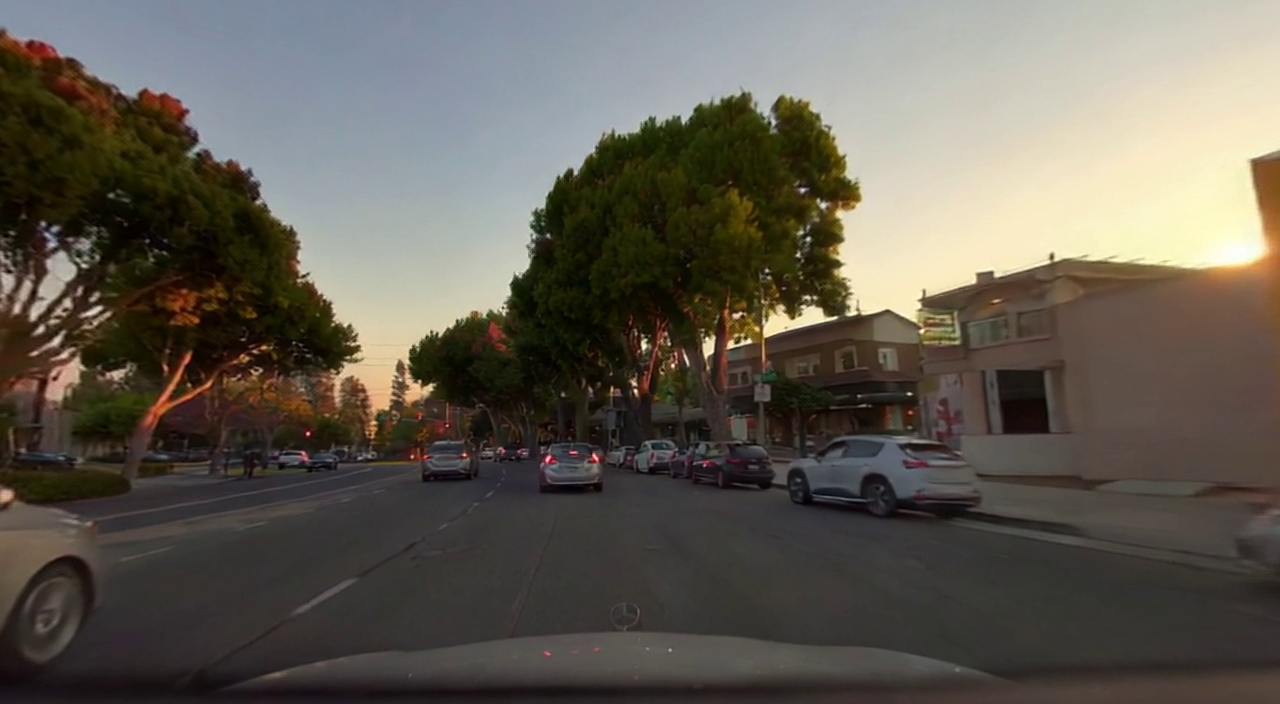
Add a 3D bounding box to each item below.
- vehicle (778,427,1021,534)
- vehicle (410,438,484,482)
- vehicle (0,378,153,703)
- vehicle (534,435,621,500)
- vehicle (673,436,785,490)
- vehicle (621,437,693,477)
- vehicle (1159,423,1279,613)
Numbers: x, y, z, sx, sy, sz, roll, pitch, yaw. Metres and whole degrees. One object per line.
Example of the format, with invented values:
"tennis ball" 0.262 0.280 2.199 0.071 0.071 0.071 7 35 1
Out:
"vehicle" 4.352 2.209 11.473 1.905 1.537 4.276 2 -9 -13
"vehicle" -7.217 4.066 24.051 2.105 1.477 4.857 1 -9 -10
"vehicle" -4.272 0.803 1.895 2.065 1.714 4.570 0 -8 -3
"vehicle" -1.754 3.019 16.959 2.001 1.483 4.442 1 -8 -8
"vehicle" 2.603 3.418 19.809 1.867 1.489 4.694 2 -9 -13
"vehicle" 0.620 4.473 27.120 1.911 1.534 4.599 2 -9 -14
"vehicle" 6.283 1.081 3.523 2.038 1.446 4.896 2 -9 -12
